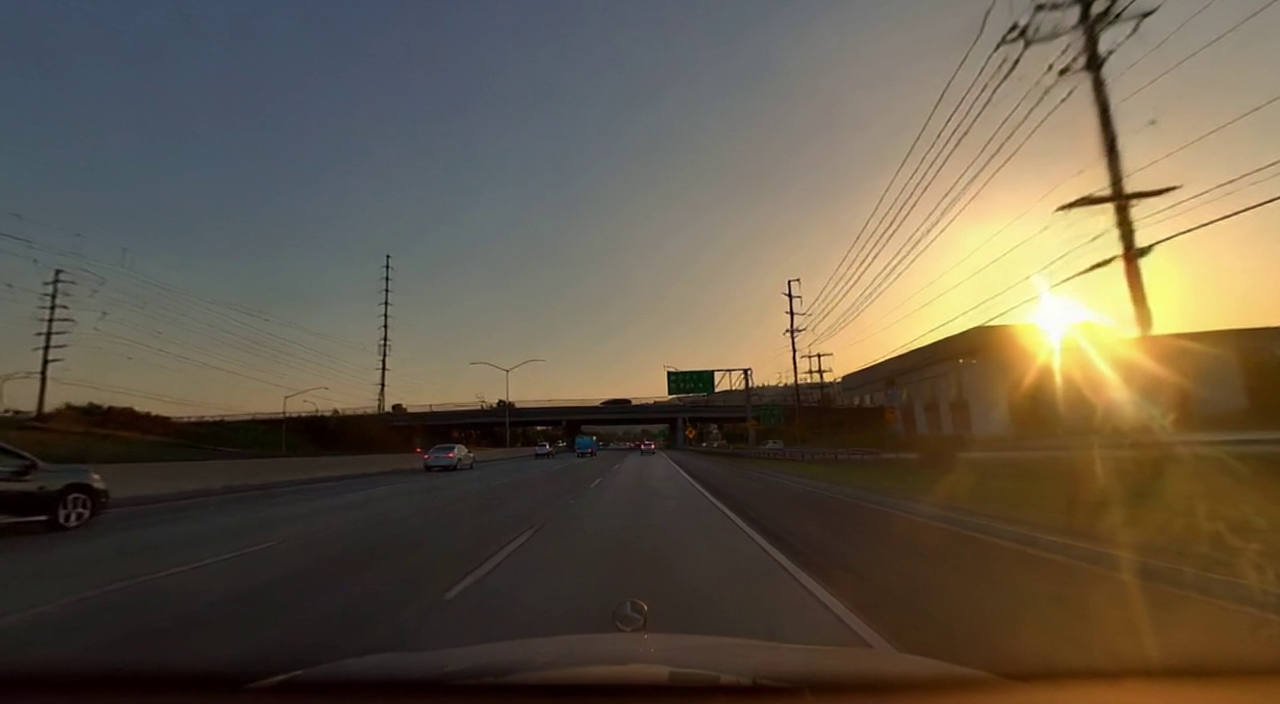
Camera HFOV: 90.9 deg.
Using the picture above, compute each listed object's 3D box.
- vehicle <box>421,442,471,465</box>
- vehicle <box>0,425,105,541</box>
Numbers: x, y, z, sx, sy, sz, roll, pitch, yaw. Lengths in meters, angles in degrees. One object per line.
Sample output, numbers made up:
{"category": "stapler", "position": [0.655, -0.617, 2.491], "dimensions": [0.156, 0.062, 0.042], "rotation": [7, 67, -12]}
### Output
{"category": "vehicle", "position": [-13.527, 7.093, 44.210], "dimensions": [1.988, 1.477, 4.442], "rotation": [0, -8, 1]}
{"category": "vehicle", "position": [-10.312, 1.801, 8.502], "dimensions": [2.122, 1.655, 4.533], "rotation": [0, -8, 1]}
